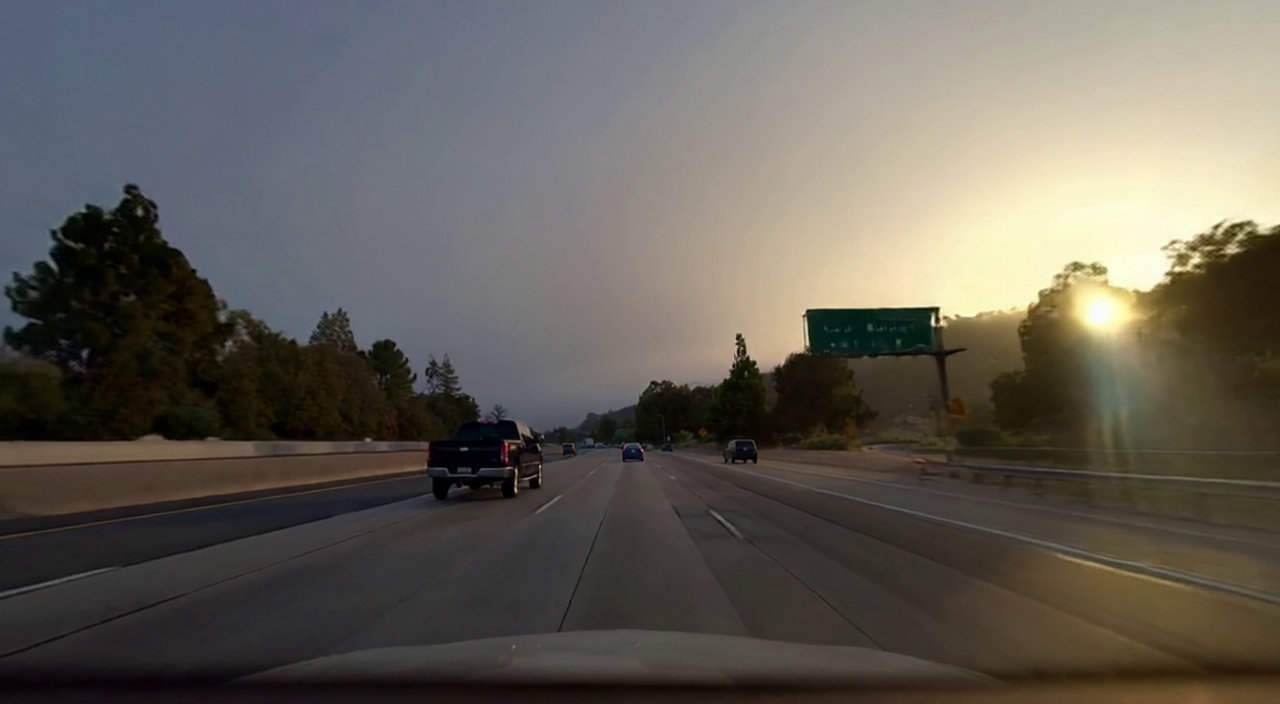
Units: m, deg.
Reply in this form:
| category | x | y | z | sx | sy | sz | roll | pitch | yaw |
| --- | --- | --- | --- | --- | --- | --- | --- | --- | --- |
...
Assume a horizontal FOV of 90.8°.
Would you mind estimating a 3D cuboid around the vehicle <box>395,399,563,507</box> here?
| category | x | y | z | sx | sy | sz | roll | pitch | yaw |
| --- | --- | --- | --- | --- | --- | --- | --- | --- | --- |
| vehicle | -3.633 | 2.505 | 15.912 | 2.592 | 2.179 | 6.034 | 0 | -9 | 0 |

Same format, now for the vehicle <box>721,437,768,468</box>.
| category | x | y | z | sx | sy | sz | roll | pitch | yaw |
| --- | --- | --- | --- | --- | --- | --- | --- | --- | --- |
| vehicle | 6.798 | 6.611 | 41.812 | 2.103 | 1.898 | 5.310 | 0 | -9 | -1 |

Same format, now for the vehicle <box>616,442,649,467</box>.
| category | x | y | z | sx | sy | sz | roll | pitch | yaw |
| --- | --- | --- | --- | --- | --- | --- | --- | --- | --- |
| vehicle | -0.552 | 6.966 | 43.105 | 2.157 | 1.642 | 4.189 | 0 | -9 | -2 |
